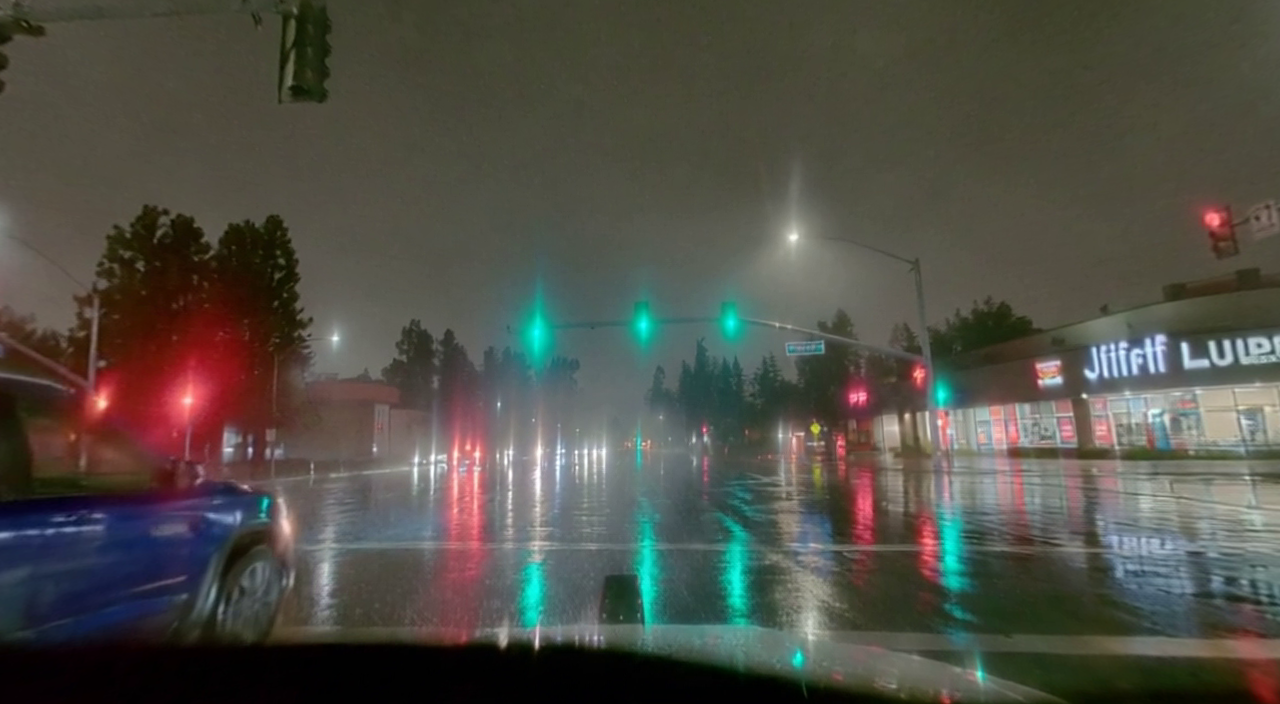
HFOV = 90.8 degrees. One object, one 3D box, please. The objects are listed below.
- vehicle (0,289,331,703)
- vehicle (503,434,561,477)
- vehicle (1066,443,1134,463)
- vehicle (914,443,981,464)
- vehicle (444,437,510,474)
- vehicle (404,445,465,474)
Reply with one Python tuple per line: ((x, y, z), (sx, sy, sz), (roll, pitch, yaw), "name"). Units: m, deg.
((-3.511, 0.747, 2.454), (2.313, 1.883, 5.016), (0, -8, -4), "vehicle")
((-4.925, 4.774, 29.493), (2.384, 1.787, 5.038), (1, -8, -6), "vehicle")
((34.551, 7.606, 47.498), (3.740, 1.433, 1.646), (0, -8, -1), "vehicle")
((23.918, 7.896, 49.222), (4.135, 1.417, 1.851), (-2, -9, 2), "vehicle")
((-8.419, 5.393, 33.172), (2.273, 1.791, 4.809), (0, -8, -1), "vehicle")
((-11.322, 5.927, 35.143), (2.003, 1.476, 4.082), (0, -8, 1), "vehicle")
